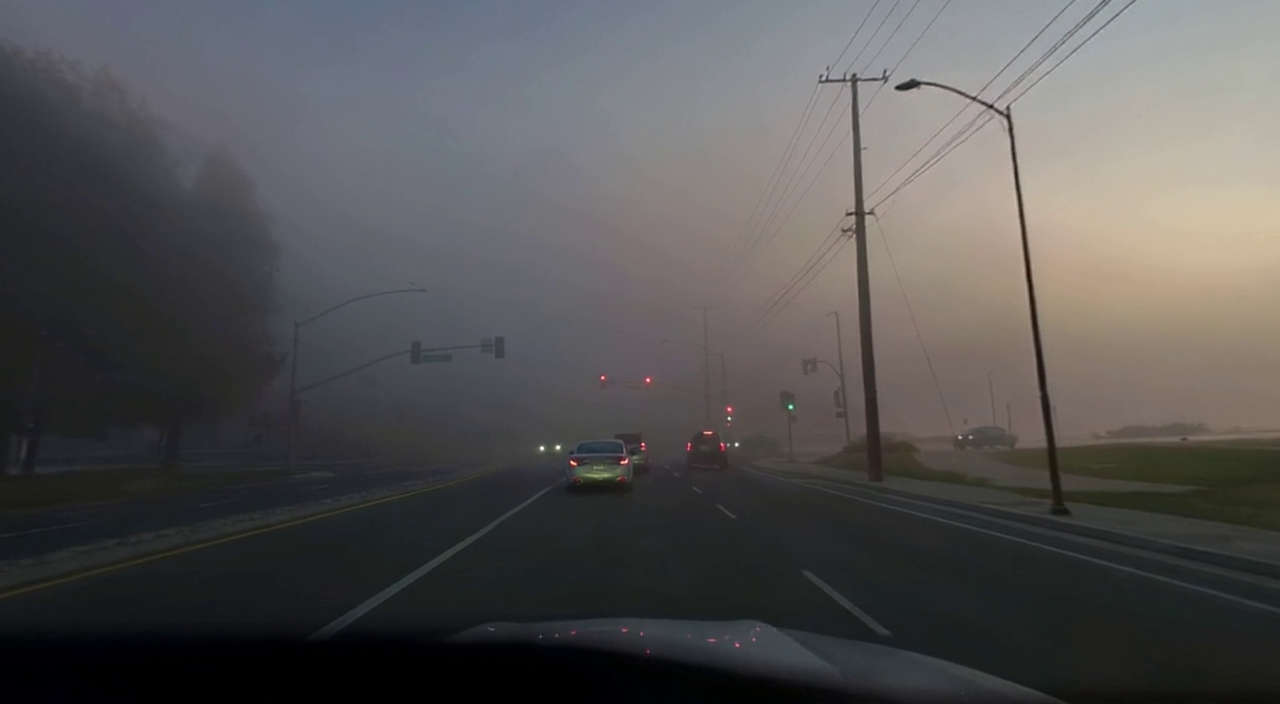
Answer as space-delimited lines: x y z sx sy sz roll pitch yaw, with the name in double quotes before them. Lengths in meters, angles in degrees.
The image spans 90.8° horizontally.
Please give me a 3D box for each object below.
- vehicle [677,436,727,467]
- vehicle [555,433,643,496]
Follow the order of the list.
"vehicle" 3.162 5.172 33.061 1.945 1.470 4.363 0 -8 -3
"vehicle" -0.980 2.951 16.961 2.075 1.470 3.962 0 -8 -1
